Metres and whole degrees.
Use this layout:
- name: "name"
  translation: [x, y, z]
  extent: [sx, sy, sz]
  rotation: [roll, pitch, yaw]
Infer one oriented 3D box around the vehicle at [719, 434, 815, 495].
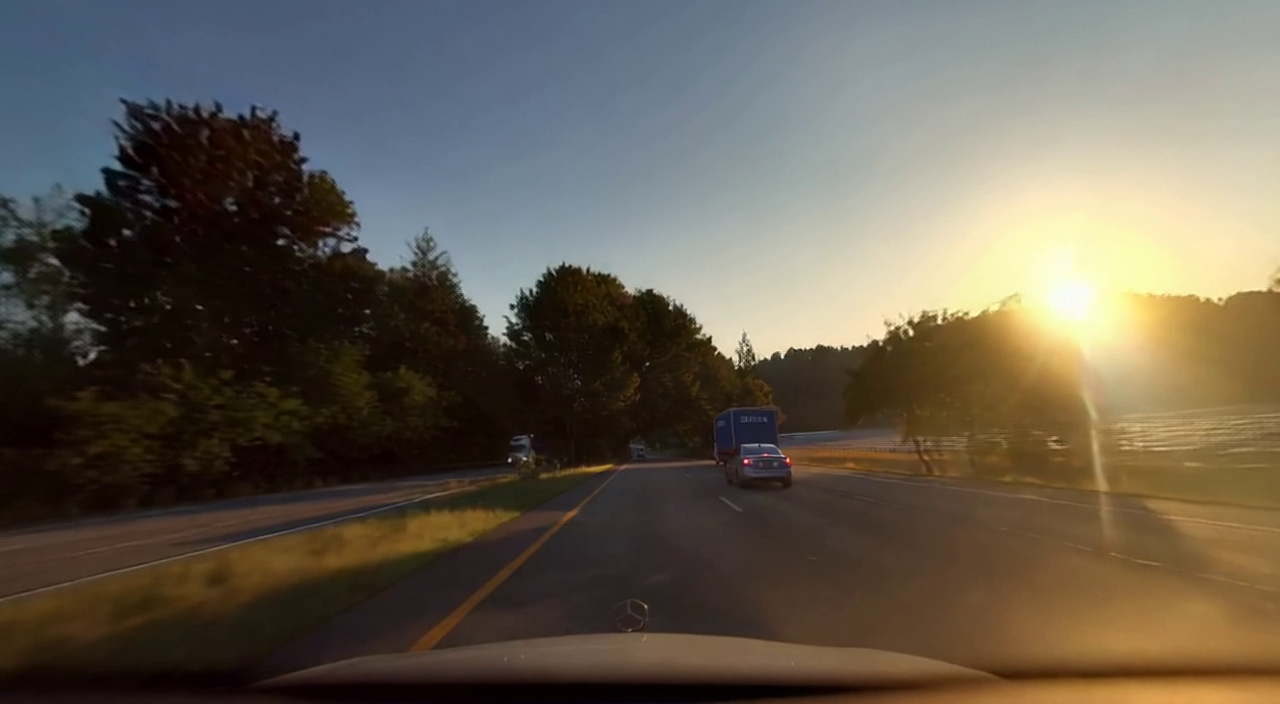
- name: "vehicle"
  translation: [3.923, 3.568, 20.303]
  extent: [2.093, 1.742, 4.167]
  rotation: [0, -9, -2]
